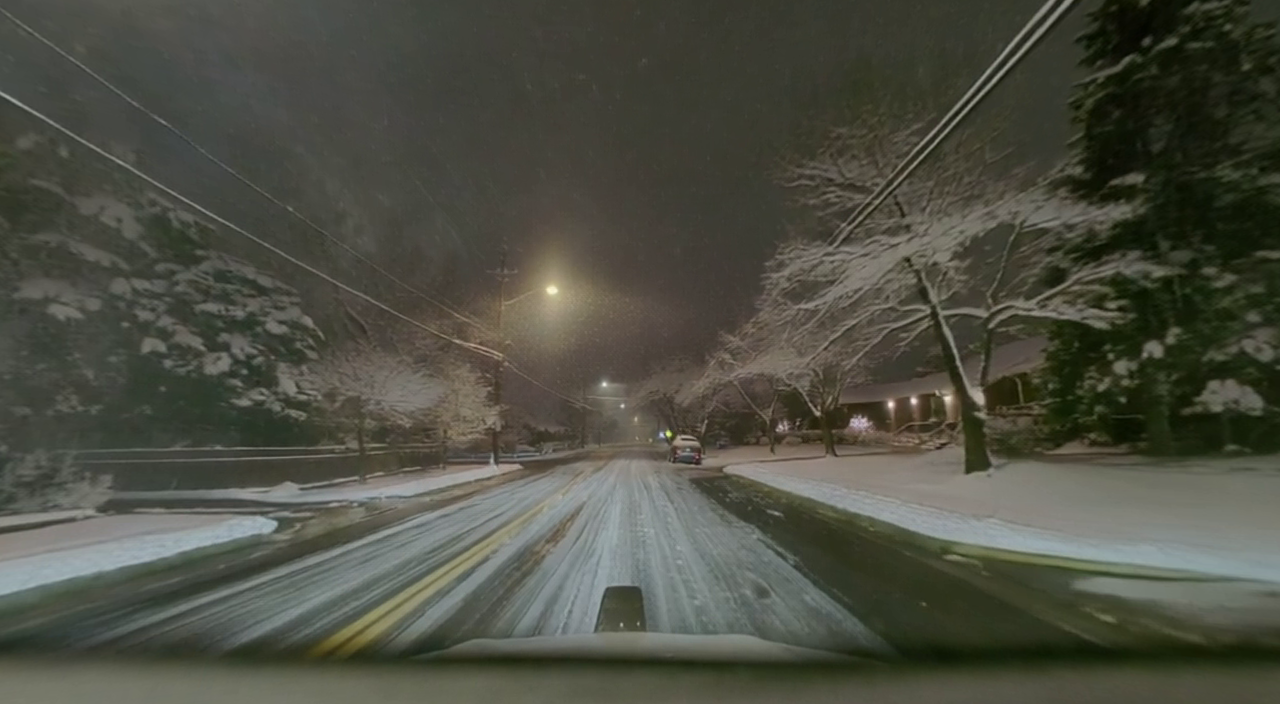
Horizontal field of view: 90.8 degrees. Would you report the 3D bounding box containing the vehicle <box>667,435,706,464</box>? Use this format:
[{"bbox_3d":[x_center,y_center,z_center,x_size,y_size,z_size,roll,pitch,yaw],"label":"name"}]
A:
[{"bbox_3d":[2.826,6.076,39.458,2.086,1.726,4.384,0,-9,-1],"label":"vehicle"}]
